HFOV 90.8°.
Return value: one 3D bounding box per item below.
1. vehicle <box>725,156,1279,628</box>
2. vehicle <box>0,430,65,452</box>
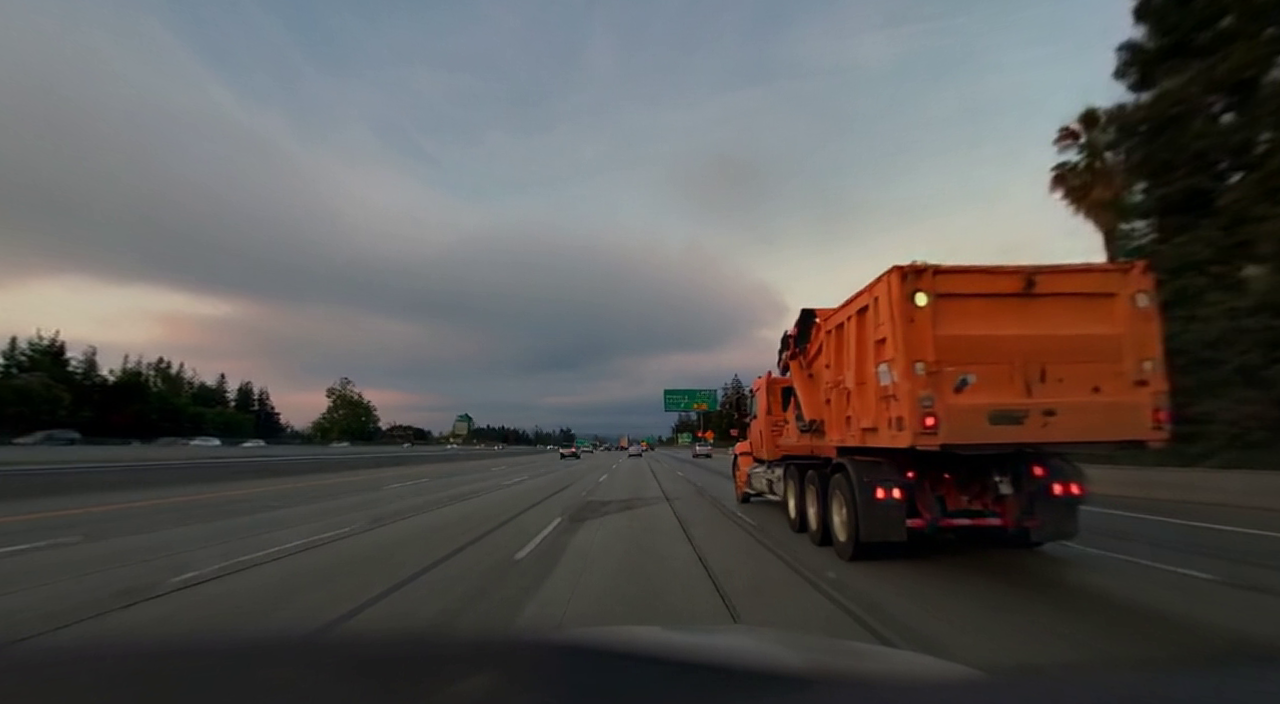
[{"bbox_3d":[3.636,0.992,10.027,2.966,3.586,10.563,0,-9,-1],"label":"vehicle"},{"bbox_3d":[-44.120,6.388,45.179,1.782,1.493,4.408,0,-9,-1],"label":"vehicle"}]
